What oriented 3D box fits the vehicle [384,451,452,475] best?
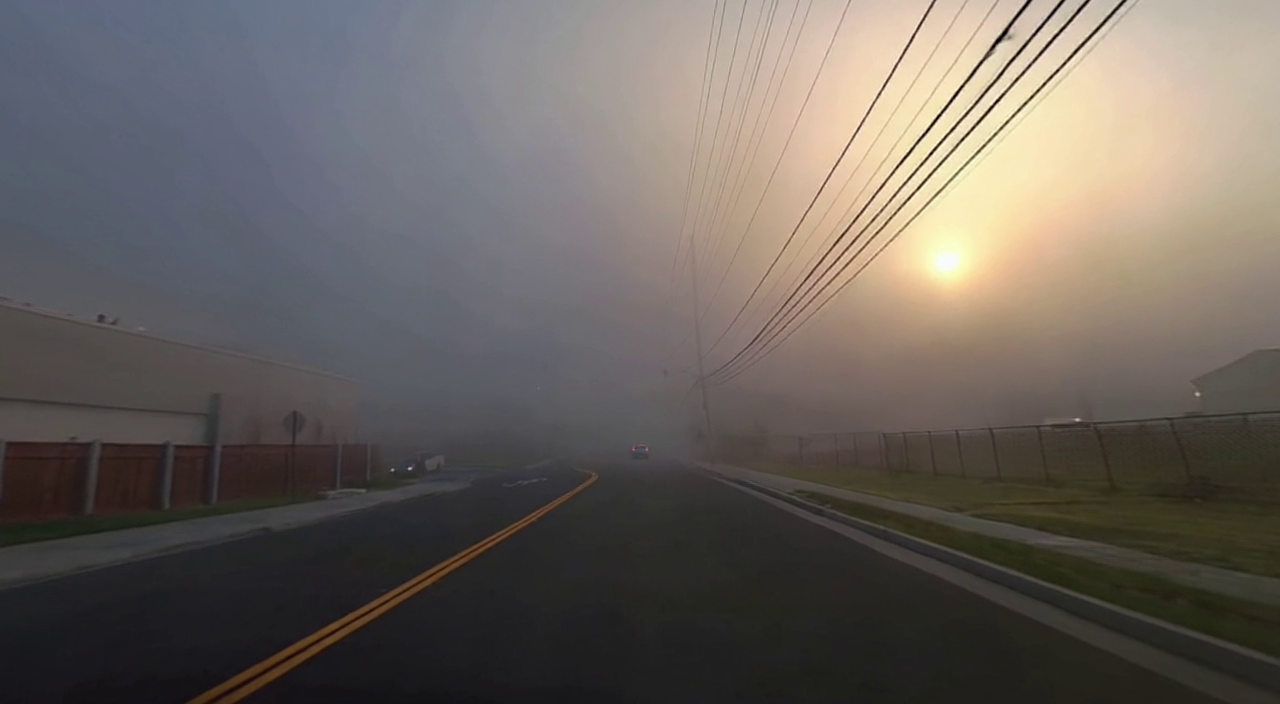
[{"bbox_3d":[-17.129,8.561,49.015,4.556,1.767,2.023,0,-9,-4],"label":"vehicle"}]
